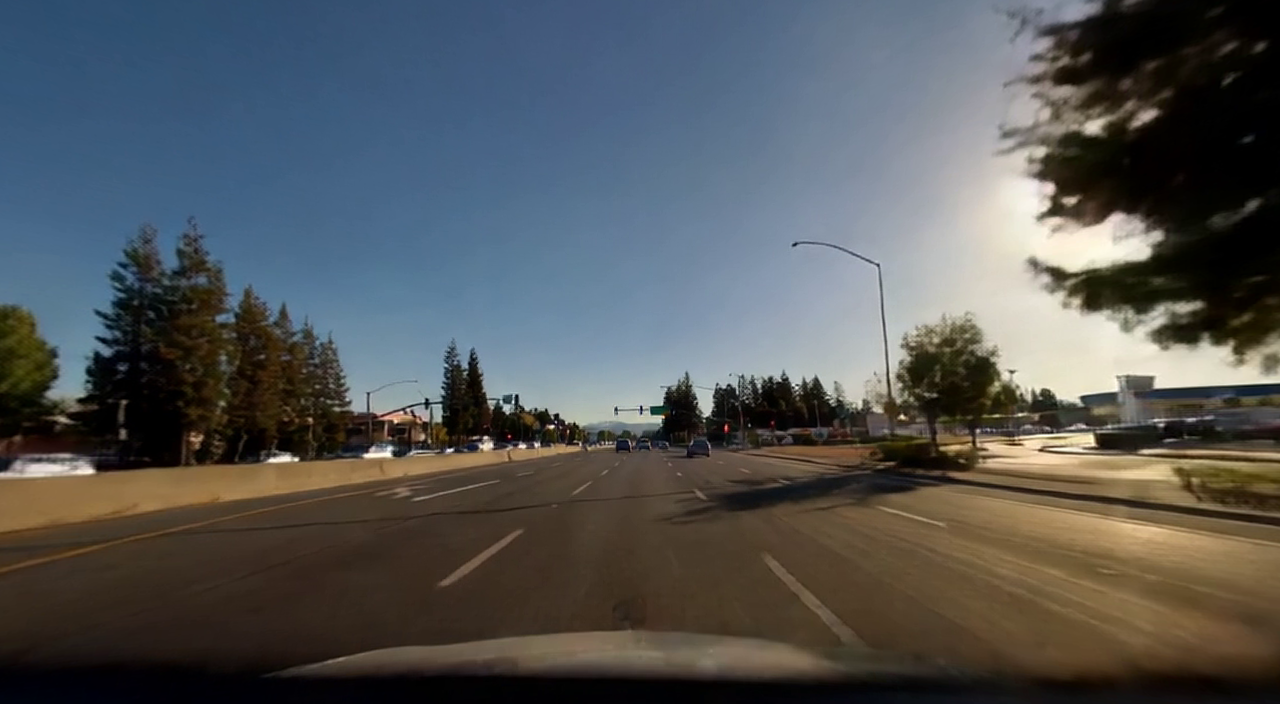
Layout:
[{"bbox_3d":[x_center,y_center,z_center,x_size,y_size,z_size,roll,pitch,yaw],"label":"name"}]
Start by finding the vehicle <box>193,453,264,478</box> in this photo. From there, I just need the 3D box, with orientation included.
[{"bbox_3d":[-26.448,7.284,40.655,1.851,1.421,3.935,0,-8,0],"label":"vehicle"}]

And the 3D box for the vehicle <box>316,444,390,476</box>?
[{"bbox_3d":[-14.812,5.569,32.811,1.880,1.496,4.246,0,-8,0],"label":"vehicle"}]
